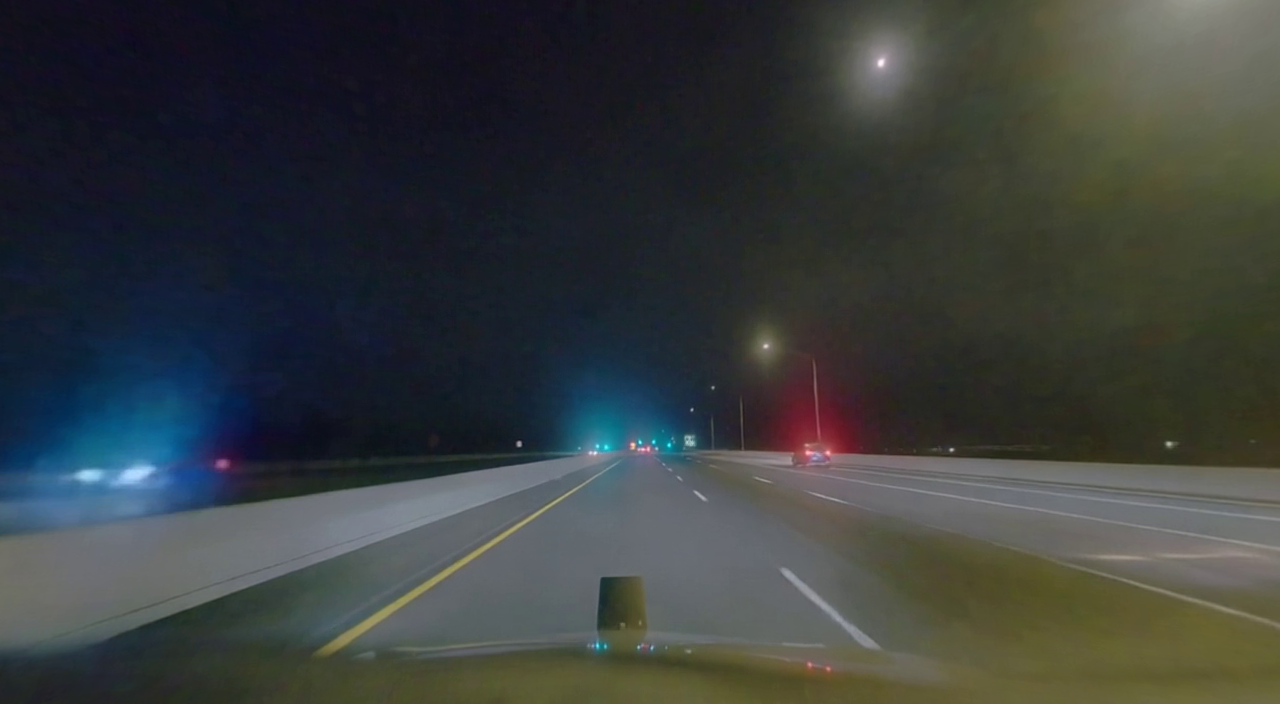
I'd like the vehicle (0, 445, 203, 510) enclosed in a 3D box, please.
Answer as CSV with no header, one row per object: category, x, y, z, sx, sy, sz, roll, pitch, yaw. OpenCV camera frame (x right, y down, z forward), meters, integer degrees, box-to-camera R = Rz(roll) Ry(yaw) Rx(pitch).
vehicle,-14.422,3.323,17.218,1.974,1.539,4.113,0,-8,0
